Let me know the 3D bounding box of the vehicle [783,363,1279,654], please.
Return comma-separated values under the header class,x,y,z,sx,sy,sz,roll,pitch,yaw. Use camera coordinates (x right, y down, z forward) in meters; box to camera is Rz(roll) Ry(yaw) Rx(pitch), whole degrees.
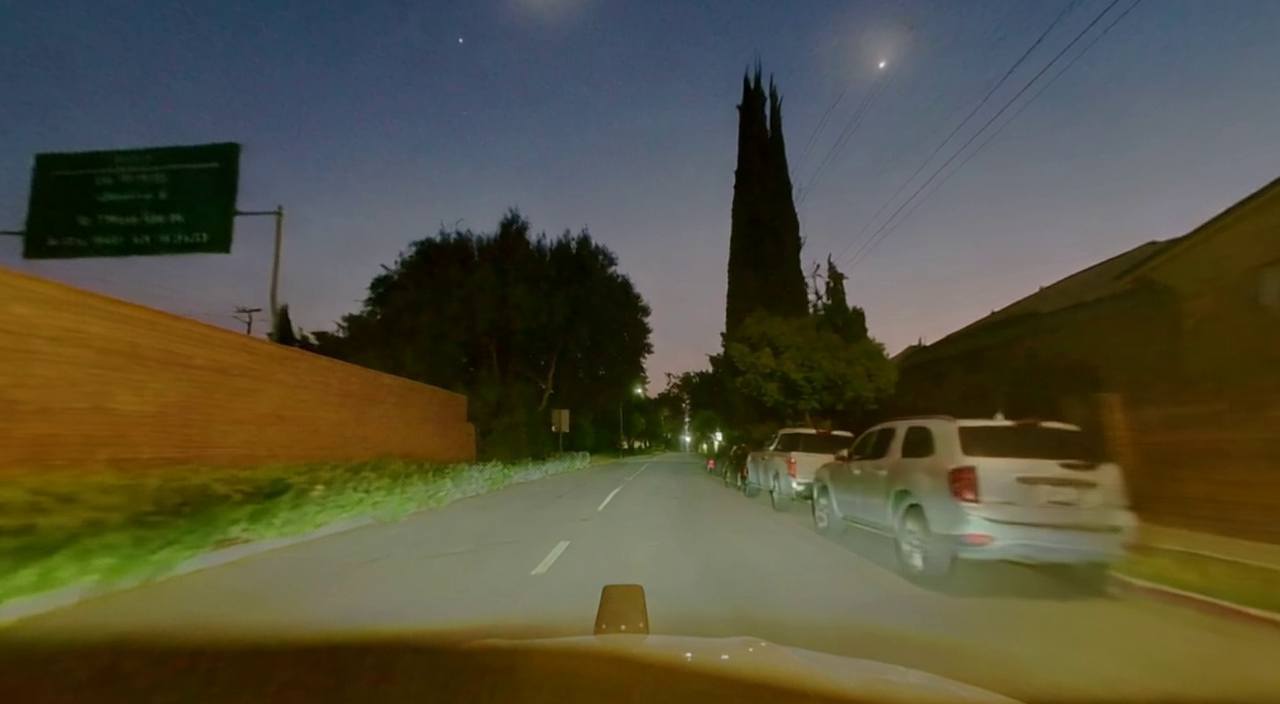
class,x,y,z,sx,sy,sz,roll,pitch,yaw
vehicle,3.599,1.539,7.518,2.518,1.943,6.415,0,-9,2
